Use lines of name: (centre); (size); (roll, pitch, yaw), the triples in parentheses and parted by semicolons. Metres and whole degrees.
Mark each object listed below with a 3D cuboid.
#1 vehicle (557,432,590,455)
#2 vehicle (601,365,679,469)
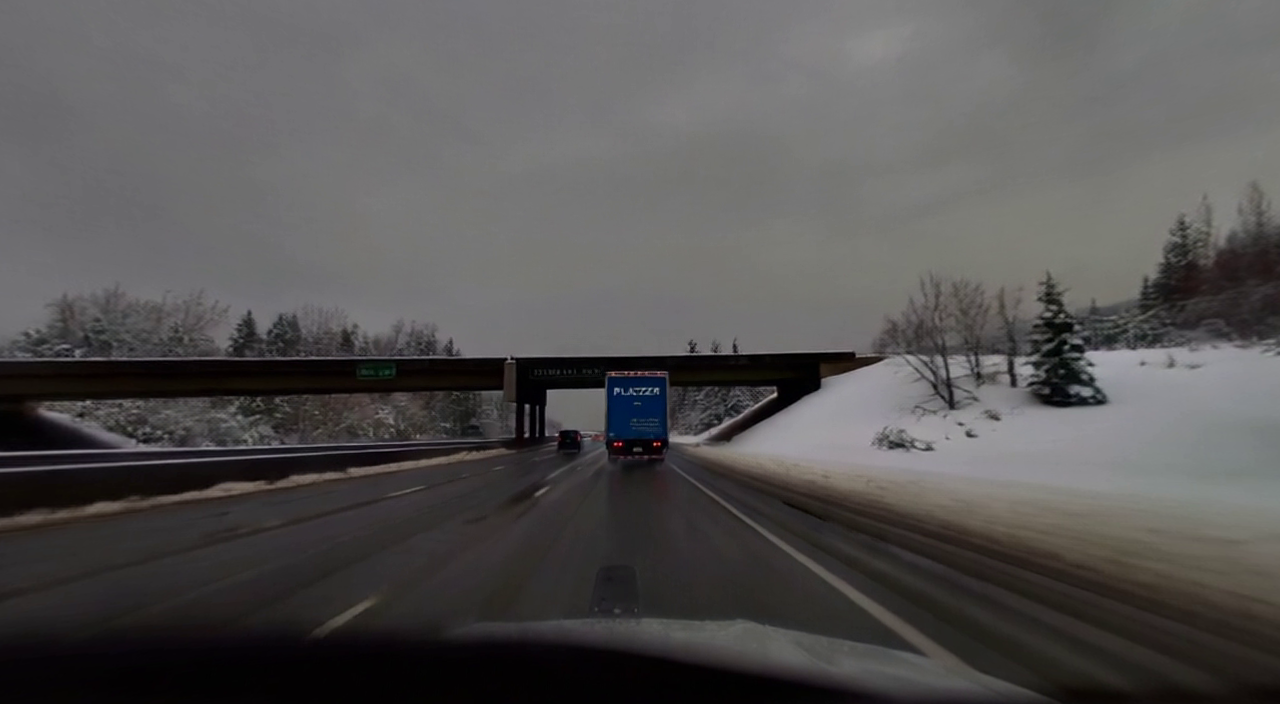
vehicle: (-5.149, 7.149, 49.420); (2.198, 1.712, 4.655); (0, -8, -1)
vehicle: (-0.127, 3.254, 29.942); (2.926, 3.959, 11.818); (0, -8, -1)
